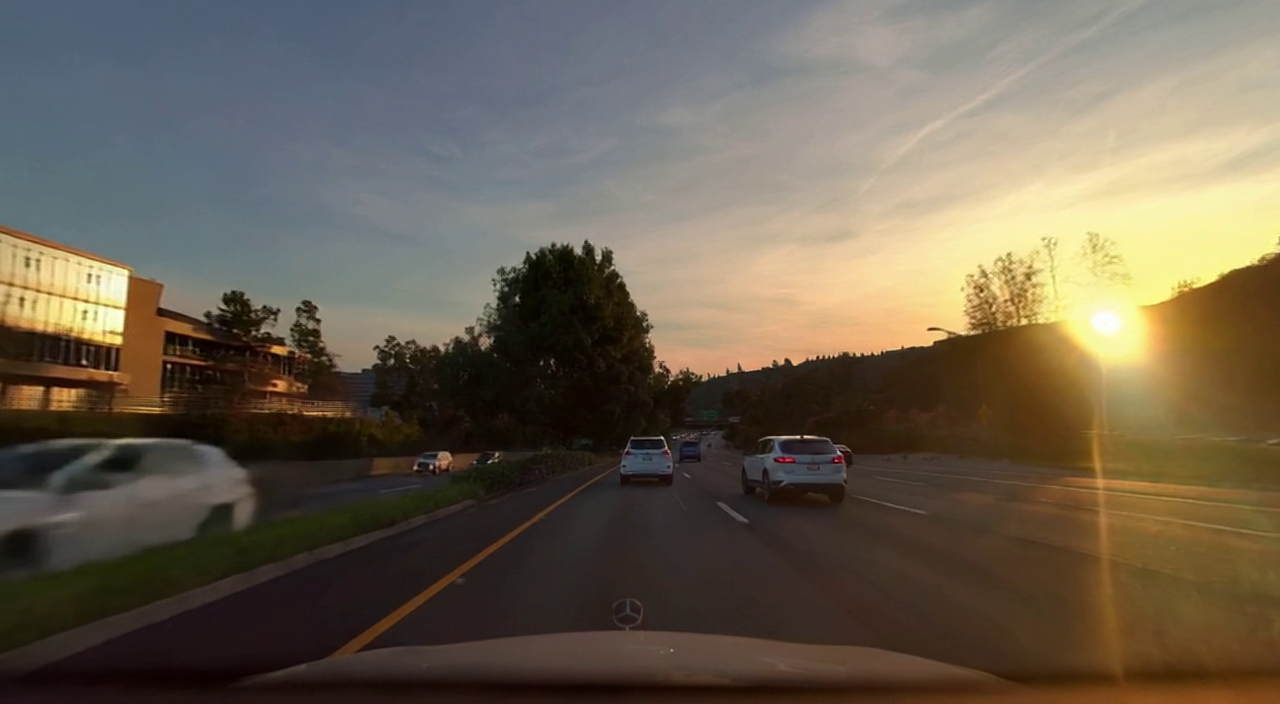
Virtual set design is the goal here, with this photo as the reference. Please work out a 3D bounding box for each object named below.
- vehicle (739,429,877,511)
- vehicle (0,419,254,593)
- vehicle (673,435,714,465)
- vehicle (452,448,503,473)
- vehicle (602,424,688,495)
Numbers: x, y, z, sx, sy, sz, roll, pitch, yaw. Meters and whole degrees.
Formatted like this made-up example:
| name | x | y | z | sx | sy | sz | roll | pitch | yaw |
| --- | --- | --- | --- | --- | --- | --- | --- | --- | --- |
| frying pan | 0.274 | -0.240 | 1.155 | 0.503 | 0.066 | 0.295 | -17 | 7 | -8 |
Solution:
| name | x | y | z | sx | sy | sz | roll | pitch | yaw |
| --- | --- | --- | --- | --- | --- | --- | --- | --- | --- |
| vehicle | 3.641 | 2.650 | 14.565 | 2.042 | 1.592 | 4.047 | 0 | -9 | 0 |
| vehicle | -7.118 | 1.669 | 7.368 | 2.201 | 1.622 | 4.716 | 0 | -9 | 0 |
| vehicle | 3.794 | 7.113 | 45.773 | 2.328 | 1.987 | 5.440 | 0 | -9 | -2 |
| vehicle | -10.444 | 7.008 | 40.927 | 2.051 | 1.476 | 4.379 | 0 | -9 | 1 |
| vehicle | 0.148 | 3.206 | 19.060 | 2.290 | 1.862 | 4.454 | 0 | -9 | 0 |
